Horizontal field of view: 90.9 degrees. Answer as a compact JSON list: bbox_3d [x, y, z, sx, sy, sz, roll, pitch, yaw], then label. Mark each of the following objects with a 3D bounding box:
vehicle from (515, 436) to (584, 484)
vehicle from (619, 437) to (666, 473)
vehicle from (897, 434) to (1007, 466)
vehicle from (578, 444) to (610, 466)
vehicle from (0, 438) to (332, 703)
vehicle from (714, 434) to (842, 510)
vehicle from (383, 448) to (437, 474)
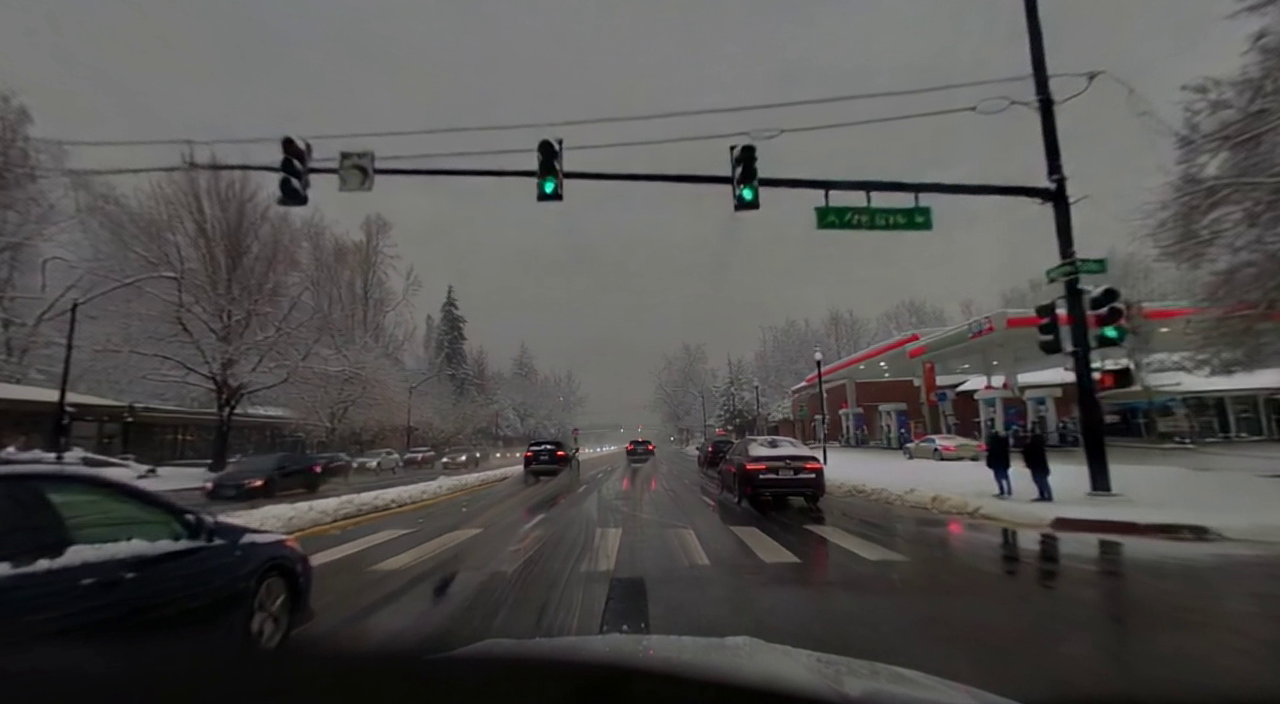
[{"bbox_3d":[-3.323,4.047,23.929,1.988,1.645,3.995,0,-8,1],"label":"vehicle"},{"bbox_3d":[0.105,5.182,31.760,2.192,1.674,4.124,0,-8,0],"label":"vehicle"},{"bbox_3d":[16.579,5.236,33.775,1.860,1.587,4.949,5,-10,-30],"label":"vehicle"},{"bbox_3d":[-3.204,7.223,44.500,1.901,1.483,4.372,0,-8,0],"label":"vehicle"},{"bbox_3d":[-3.310,1.011,2.377,2.013,1.354,4.393,0,-8,1],"label":"vehicle"},{"bbox_3d":[3.057,2.765,15.022,1.919,1.502,4.572,0,-8,-1],"label":"vehicle"},{"bbox_3d":[-15.116,7.153,41.642,1.905,1.613,4.331,0,-8,1],"label":"vehicle"}]
